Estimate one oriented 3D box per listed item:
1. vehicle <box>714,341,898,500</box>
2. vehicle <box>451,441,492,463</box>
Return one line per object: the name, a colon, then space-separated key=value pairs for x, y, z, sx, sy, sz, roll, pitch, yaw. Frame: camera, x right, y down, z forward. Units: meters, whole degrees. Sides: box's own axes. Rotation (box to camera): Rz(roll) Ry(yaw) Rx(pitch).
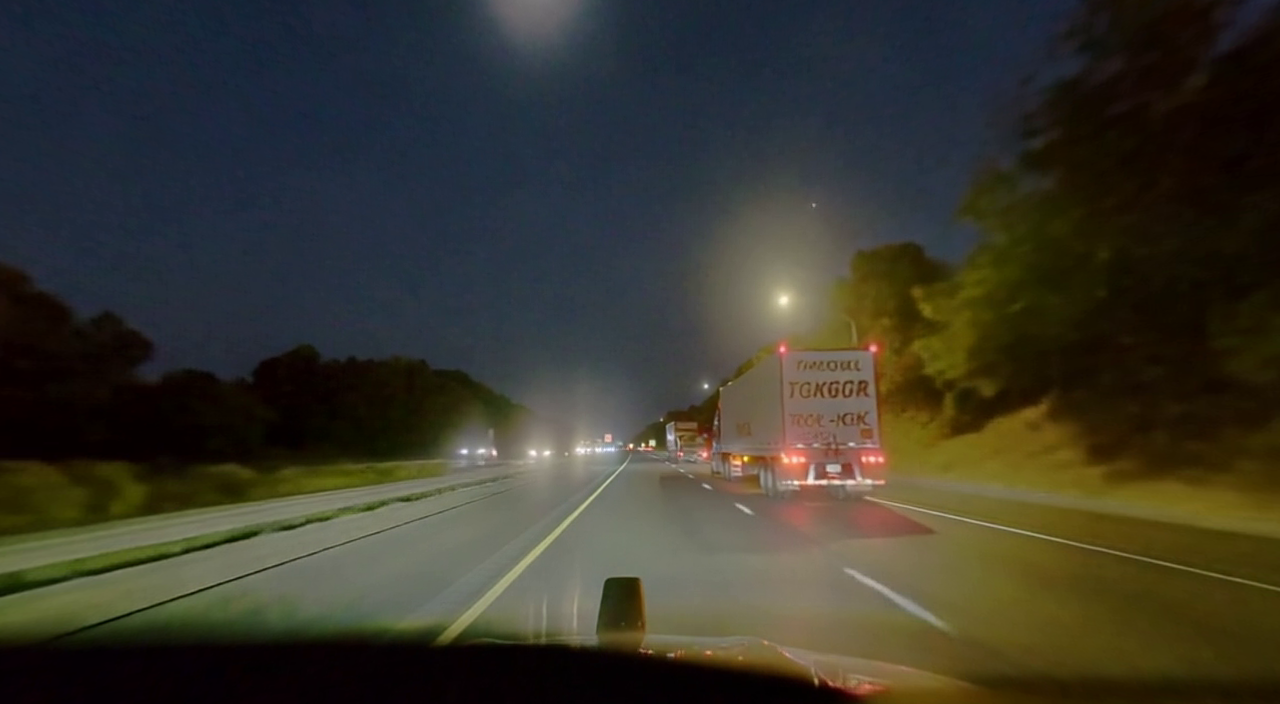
vehicle: x=5.061 y=2.828 z=23.316 sx=2.929 sy=4.093 sz=14.258 roll=0 pitch=-9 yaw=0
vehicle: x=-11.583 y=6.906 z=43.580 sx=1.794 sy=1.456 sz=3.754 roll=0 pitch=-9 yaw=1
